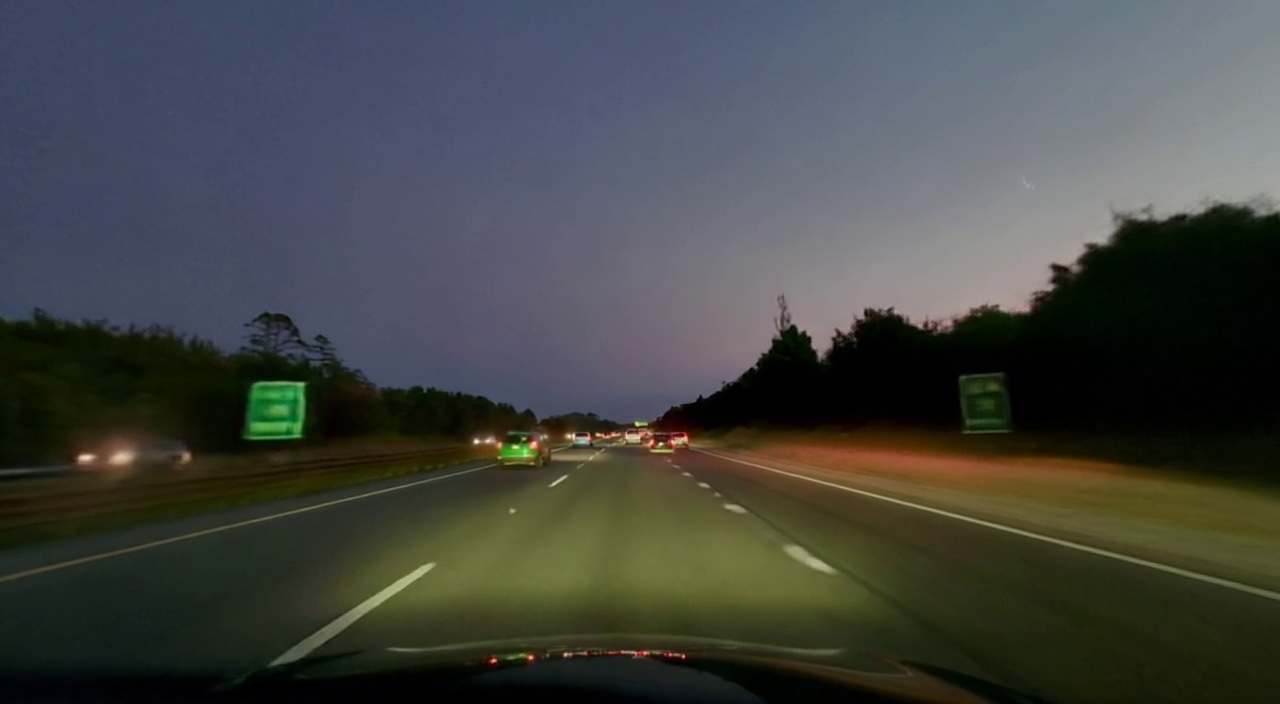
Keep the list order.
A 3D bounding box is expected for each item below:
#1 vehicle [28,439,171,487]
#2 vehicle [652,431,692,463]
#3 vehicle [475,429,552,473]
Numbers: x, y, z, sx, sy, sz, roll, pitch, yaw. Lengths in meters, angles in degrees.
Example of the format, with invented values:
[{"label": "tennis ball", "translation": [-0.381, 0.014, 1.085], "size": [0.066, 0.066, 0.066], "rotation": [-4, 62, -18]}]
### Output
[{"label": "vehicle", "translation": [-21.165, 4.333, 24.967], "size": [1.910, 1.679, 4.242], "rotation": [-2, -9, -1]}, {"label": "vehicle", "translation": [1.568, 4.765, 31.819], "size": [1.869, 1.466, 3.356], "rotation": [0, -8, 0]}, {"label": "vehicle", "translation": [-4.737, 3.778, 24.380], "size": [2.023, 1.512, 4.804], "rotation": [0, -8, 0]}]
